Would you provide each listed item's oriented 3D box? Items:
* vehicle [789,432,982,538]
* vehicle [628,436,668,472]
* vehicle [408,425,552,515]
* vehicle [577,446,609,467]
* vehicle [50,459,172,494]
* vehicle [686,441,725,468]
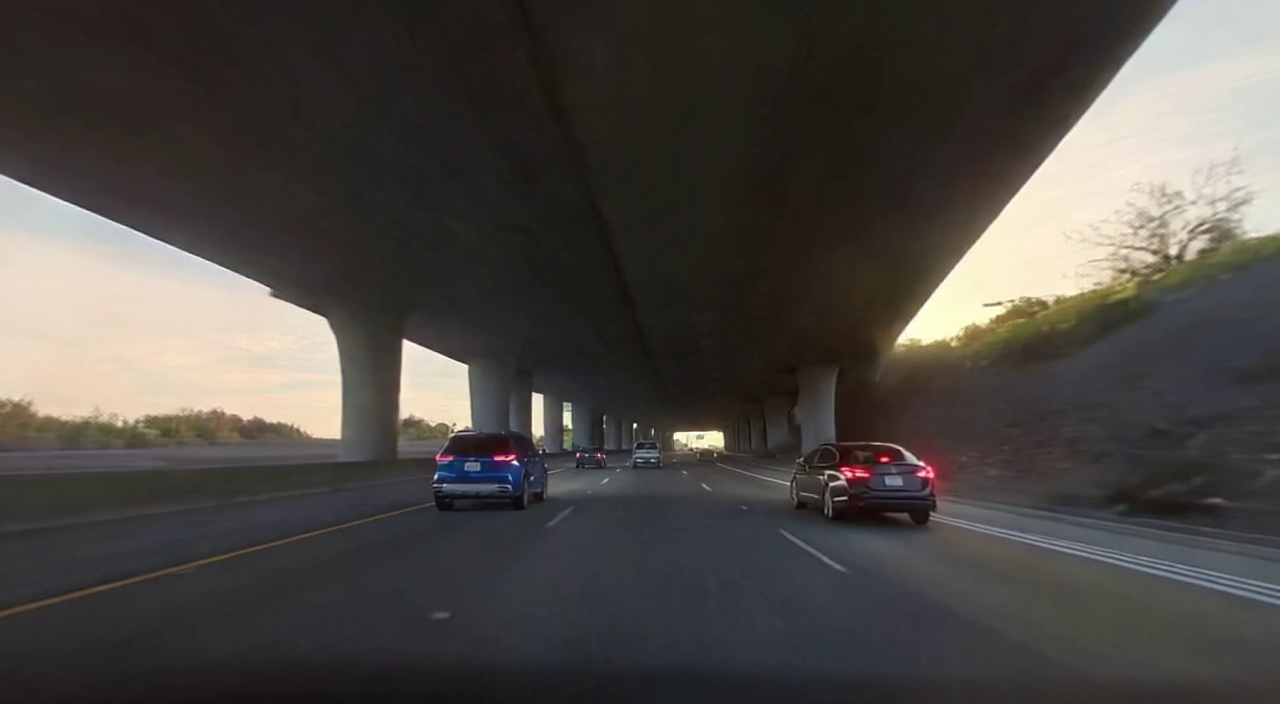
[{"bbox_3d":[4.123,2.276,11.353,1.959,1.554,3.795,0,-9,1],"label":"vehicle"},{"bbox_3d":[0.440,5.827,36.146,2.155,1.909,4.529,0,-9,0],"label":"vehicle"},{"bbox_3d":[-3.491,2.684,14.798,2.089,1.751,4.515,0,-9,1],"label":"vehicle"},{"bbox_3d":[-3.390,7.593,45.932,1.994,1.475,4.171,0,-9,0],"label":"vehicle"},{"bbox_3d":[-26.105,6.124,31.339,1.860,1.516,4.638,0,-9,3],"label":"vehicle"},{"bbox_3d":[4.588,7.268,44.995,2.231,1.807,4.588,0,-9,-1],"label":"vehicle"}]
